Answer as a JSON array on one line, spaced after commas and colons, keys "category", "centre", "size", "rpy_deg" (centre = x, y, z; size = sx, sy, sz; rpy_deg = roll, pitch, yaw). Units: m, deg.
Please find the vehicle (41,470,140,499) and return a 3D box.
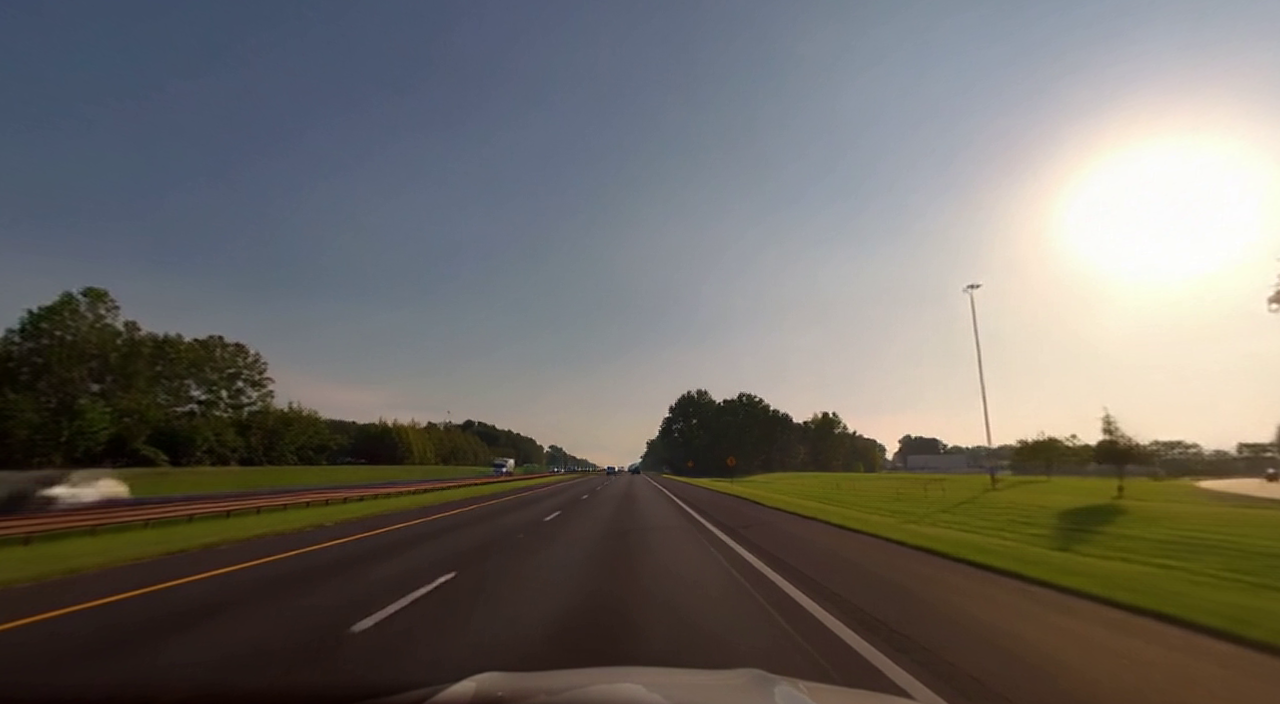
[{"category": "vehicle", "centre": [-30.237, 7.291, 34.864], "size": [1.700, 1.420, 4.152], "rpy_deg": [1, -11, 0]}]
